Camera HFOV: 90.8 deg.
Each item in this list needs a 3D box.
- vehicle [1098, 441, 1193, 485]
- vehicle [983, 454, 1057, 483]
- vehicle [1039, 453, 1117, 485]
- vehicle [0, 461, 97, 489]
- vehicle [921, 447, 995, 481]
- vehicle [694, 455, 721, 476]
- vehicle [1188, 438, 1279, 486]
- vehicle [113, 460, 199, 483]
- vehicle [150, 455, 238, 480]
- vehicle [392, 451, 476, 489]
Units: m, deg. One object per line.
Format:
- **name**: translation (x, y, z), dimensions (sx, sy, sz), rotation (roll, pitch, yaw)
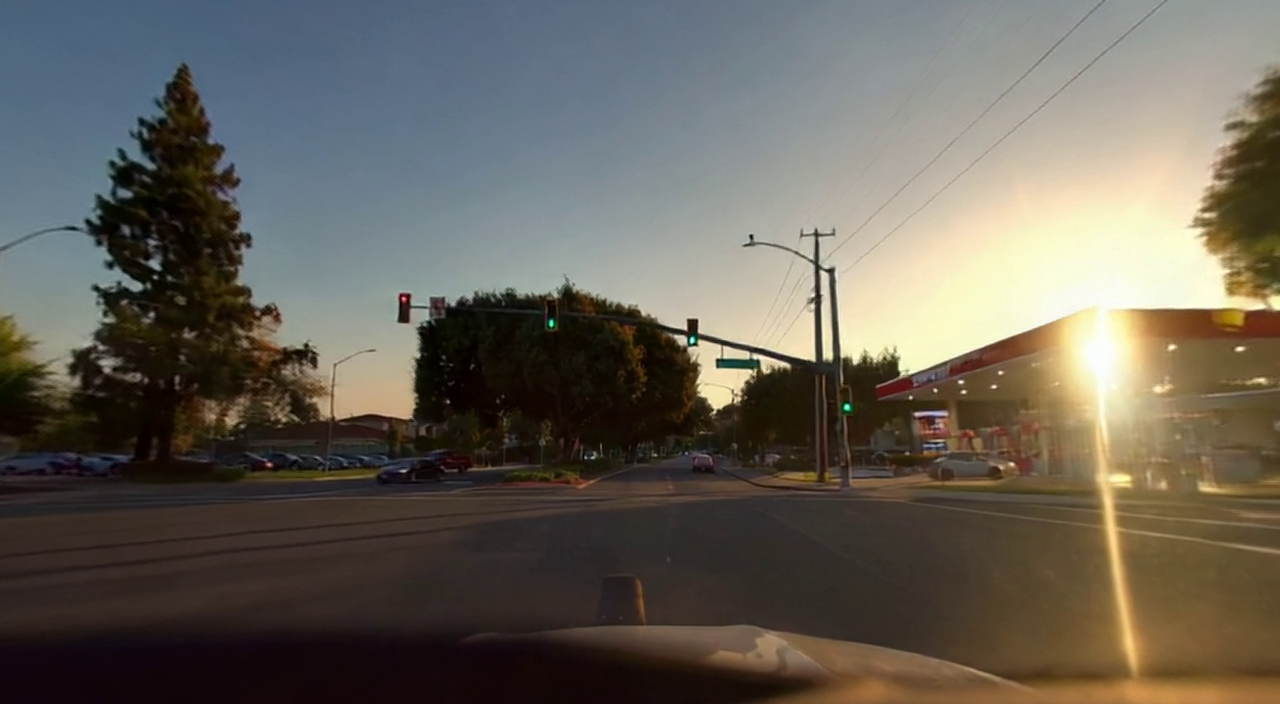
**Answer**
- **vehicle**: translation (23.395, 5.090, 29.162), dimensions (4.920, 1.864, 2.027), rotation (7, -11, -36)
- **vehicle**: translation (20.185, 6.201, 33.475), dimensions (4.553, 1.371, 2.019), rotation (10, -16, -42)
- **vehicle**: translation (22.004, 5.827, 31.655), dimensions (4.329, 1.461, 1.873), rotation (7, -11, -38)
- **vehicle**: translation (-32.646, 6.714, 34.559), dimensions (4.026, 1.453, 1.898), rotation (0, -9, 1)
- **vehicle**: translation (17.867, 6.247, 35.407), dimensions (4.601, 1.766, 2.015), rotation (8, -14, -42)
- **vehicle**: translation (5.177, 8.746, 48.821), dimensions (1.908, 1.492, 3.977), rotation (0, -9, 3)
- **vehicle**: translation (25.379, 4.632, 26.894), dimensions (4.799, 1.850, 2.174), rotation (8, -12, -39)
- **vehicle**: translation (-32.568, 8.036, 42.568), dimensions (4.233, 1.434, 1.961), rotation (0, -9, 4)
- **vehicle**: translation (-32.139, 8.303, 45.619), dimensions (4.820, 1.694, 2.101), rotation (-1, -9, 5)
- **vehicle**: translation (-9.054, 5.205, 28.233), dimensions (2.023, 1.498, 4.605), rotation (0, -9, 3)
